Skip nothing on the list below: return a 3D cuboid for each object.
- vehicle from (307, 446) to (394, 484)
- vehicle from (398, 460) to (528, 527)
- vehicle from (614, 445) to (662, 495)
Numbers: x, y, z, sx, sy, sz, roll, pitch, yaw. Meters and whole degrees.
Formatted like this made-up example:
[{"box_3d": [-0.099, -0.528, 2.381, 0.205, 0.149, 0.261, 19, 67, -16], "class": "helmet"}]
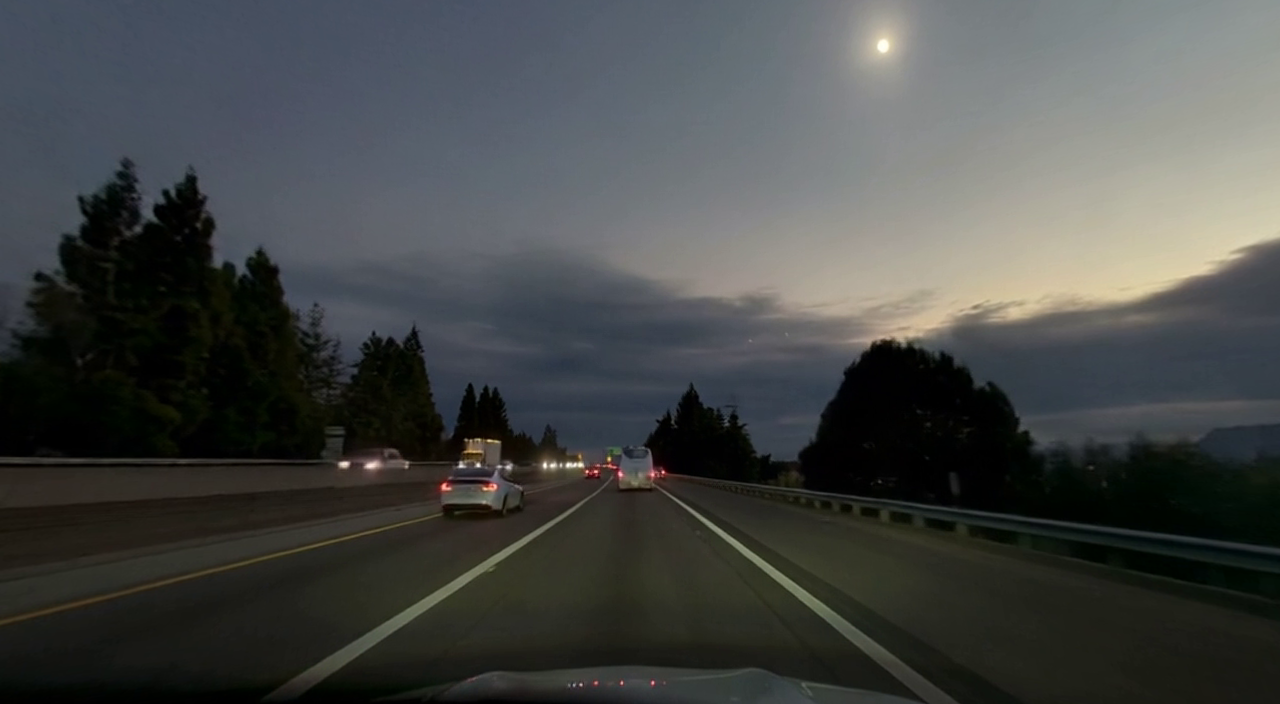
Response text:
[{"box_3d": [-13.616, 5.375, 29.974, 1.982, 1.609, 4.537, 1, -11, -1], "class": "vehicle"}, {"box_3d": [-4.511, 3.704, 16.933, 2.128, 1.491, 4.508, 1, -11, 1], "class": "vehicle"}, {"box_3d": [-0.164, 6.687, 35.843, 2.482, 2.549, 5.447, 1, -11, -1], "class": "vehicle"}]
